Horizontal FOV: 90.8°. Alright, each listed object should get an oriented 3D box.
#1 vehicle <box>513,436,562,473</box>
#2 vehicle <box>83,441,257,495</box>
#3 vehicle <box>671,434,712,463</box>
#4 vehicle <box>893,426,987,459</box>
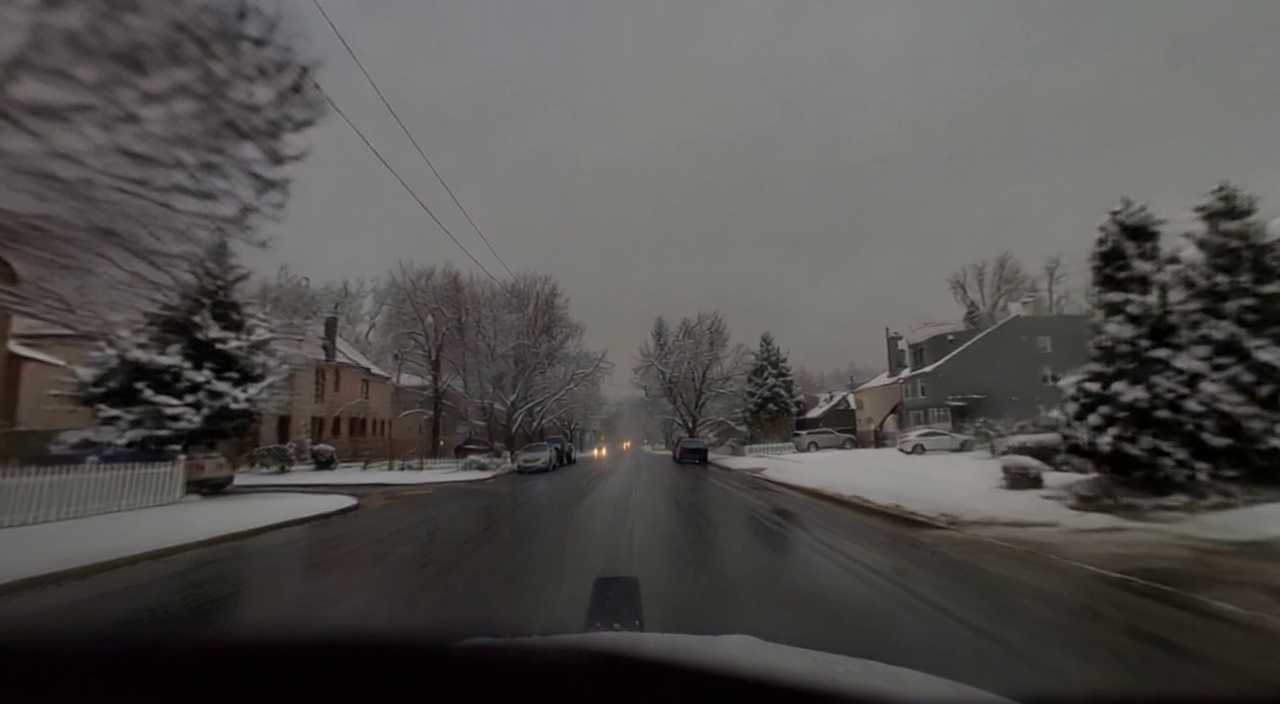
[{"bbox_3d":[-5.992,6.005,37.478,2.050,1.911,4.852,-3,-7,0],"label":"vehicle"},{"bbox_3d":[-16.177,4.010,21.966,4.402,1.741,1.951,0,-9,-2],"label":"vehicle"},{"bbox_3d":[3.593,6.879,45.197,2.407,1.948,6.408,0,-8,0],"label":"vehicle"},{"bbox_3d":[17.180,5.211,36.381,4.268,1.788,2.156,-1,-9,1],"label":"vehicle"}]
